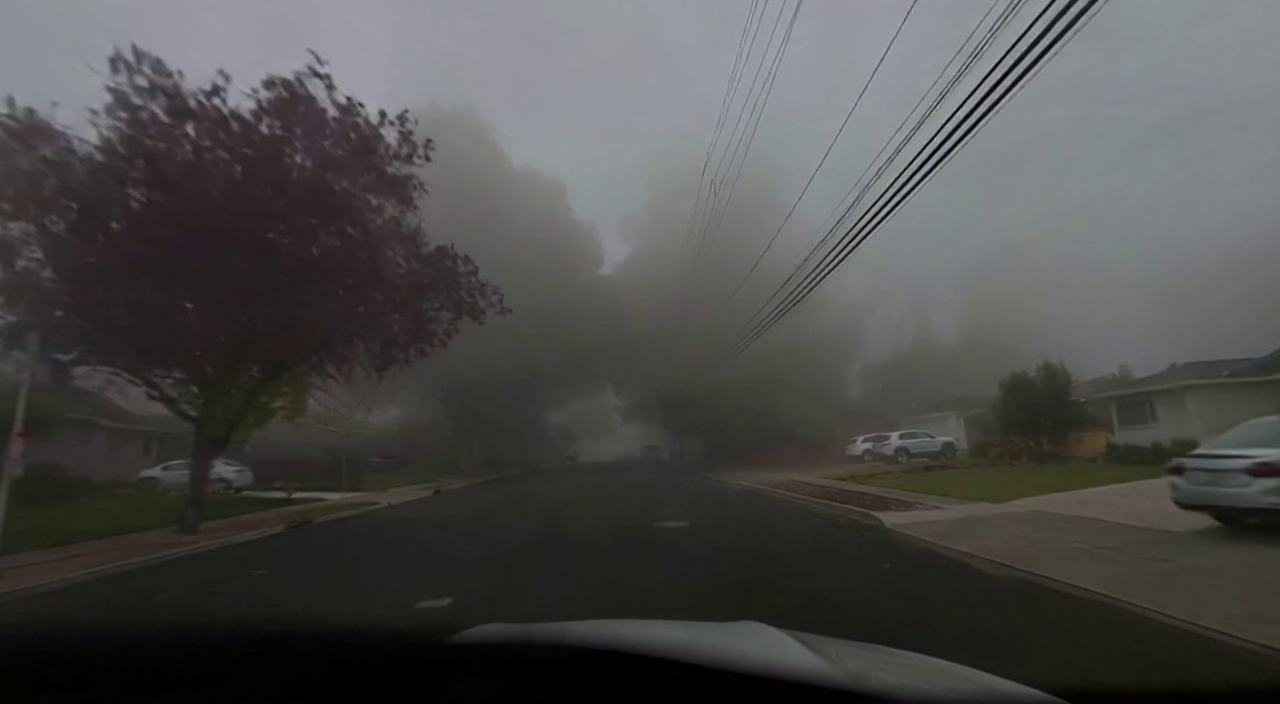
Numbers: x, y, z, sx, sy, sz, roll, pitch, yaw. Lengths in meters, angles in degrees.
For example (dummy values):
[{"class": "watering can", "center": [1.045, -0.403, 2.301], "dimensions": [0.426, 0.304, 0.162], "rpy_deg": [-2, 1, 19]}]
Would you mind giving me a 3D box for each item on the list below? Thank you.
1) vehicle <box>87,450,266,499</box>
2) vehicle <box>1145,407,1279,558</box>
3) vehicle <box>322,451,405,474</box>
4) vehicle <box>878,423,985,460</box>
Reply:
[{"class": "vehicle", "center": [-14.996, 3.951, 20.797], "dimensions": [4.477, 1.449, 1.922], "rpy_deg": [5, -10, -32]}, {"class": "vehicle", "center": [9.951, 1.460, 8.502], "dimensions": [4.697, 1.604, 1.838], "rpy_deg": [-8, -8, -5]}, {"class": "vehicle", "center": [-18.058, 7.198, 41.391], "dimensions": [4.519, 1.426, 1.903], "rpy_deg": [8, -12, -42]}, {"class": "vehicle", "center": [15.083, 4.655, 32.837], "dimensions": [4.562, 1.832, 1.987], "rpy_deg": [0, -9, -3]}]
